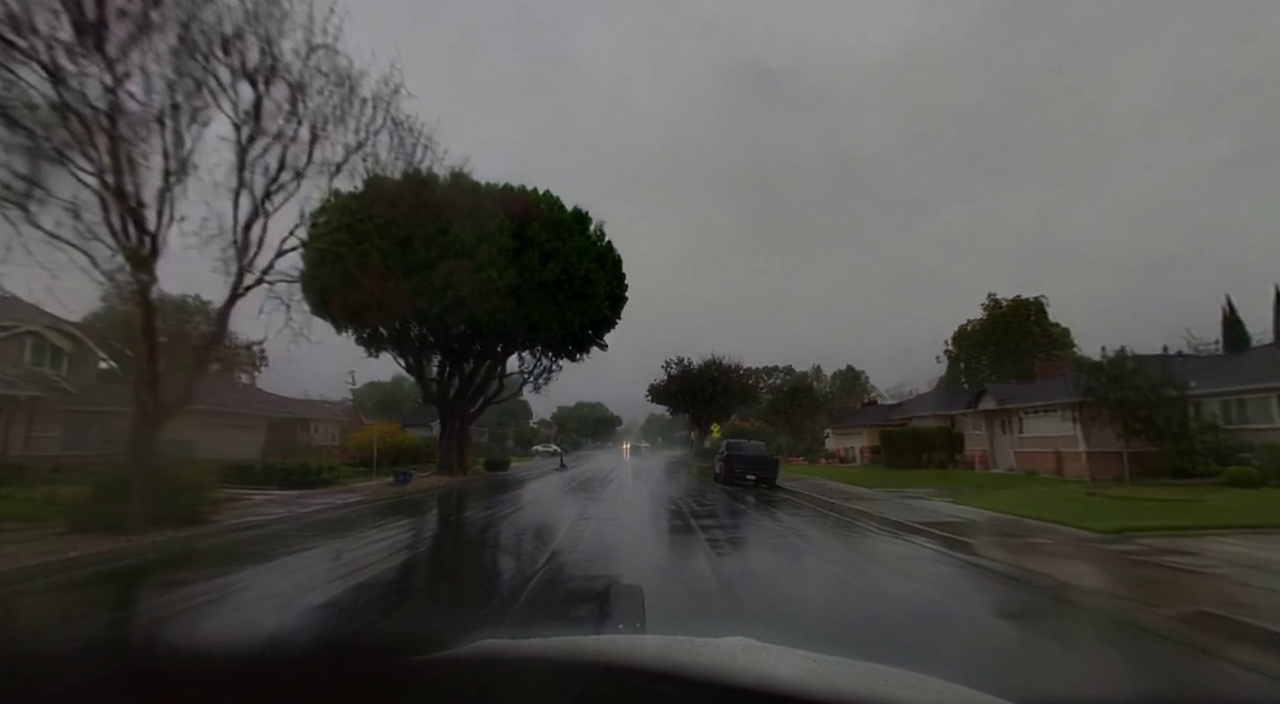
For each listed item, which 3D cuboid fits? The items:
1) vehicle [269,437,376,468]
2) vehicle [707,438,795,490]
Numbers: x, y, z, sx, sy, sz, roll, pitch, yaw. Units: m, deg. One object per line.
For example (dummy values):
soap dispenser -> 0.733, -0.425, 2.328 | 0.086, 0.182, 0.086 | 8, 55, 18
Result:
vehicle -> -16.918, 5.365, 33.909 | 4.607, 1.573, 2.058 | 0, -8, -5
vehicle -> 3.733, 3.850, 22.137 | 2.136, 1.596, 4.790 | 0, -9, -1
